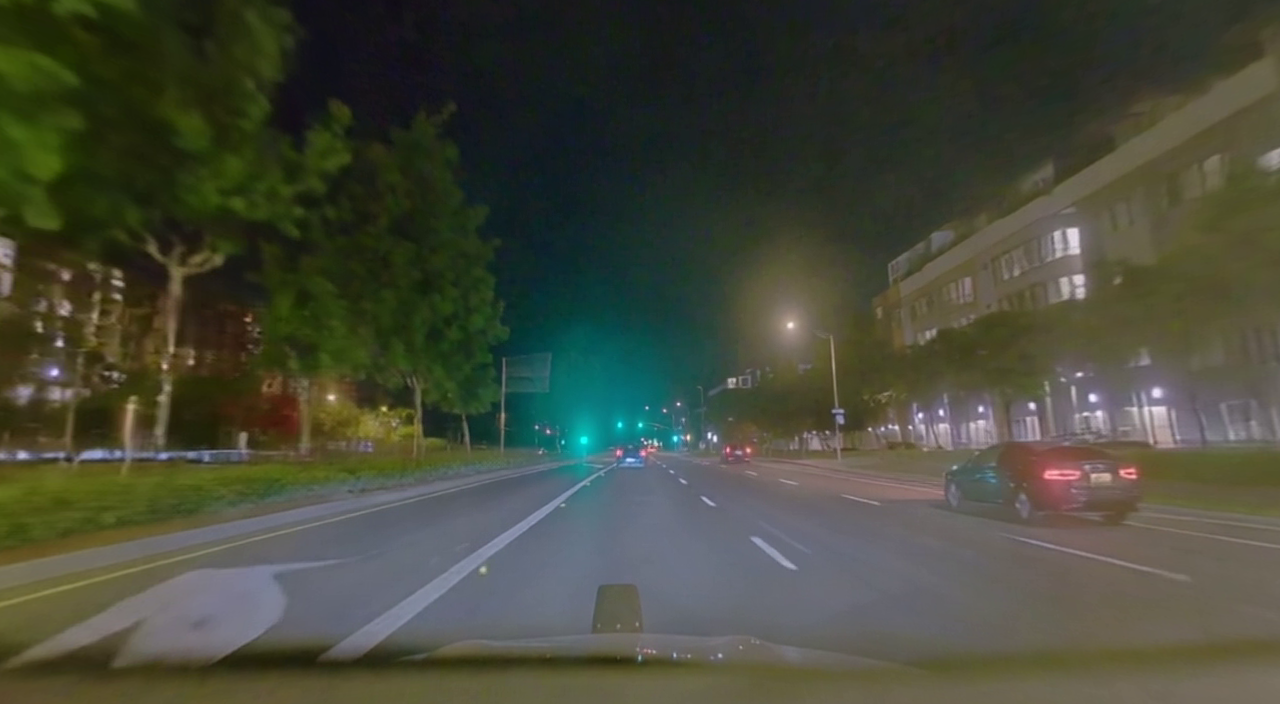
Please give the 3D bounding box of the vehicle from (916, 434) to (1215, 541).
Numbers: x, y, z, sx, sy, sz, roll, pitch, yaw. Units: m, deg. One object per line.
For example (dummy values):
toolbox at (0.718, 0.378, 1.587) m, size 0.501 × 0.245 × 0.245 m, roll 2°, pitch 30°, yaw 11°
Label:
vehicle at (6.968, 2.235, 11.134) m, size 2.139 × 1.471 × 4.393 m, roll 0°, pitch -8°, yaw -1°

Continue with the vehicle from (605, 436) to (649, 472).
vehicle at (-0.651, 5.414, 33.793) m, size 2.193 × 1.794 × 4.457 m, roll 0°, pitch -8°, yaw 0°

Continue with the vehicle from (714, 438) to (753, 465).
vehicle at (6.695, 7.183, 45.827) m, size 2.026 × 1.804 × 4.565 m, roll 0°, pitch -8°, yaw -1°
